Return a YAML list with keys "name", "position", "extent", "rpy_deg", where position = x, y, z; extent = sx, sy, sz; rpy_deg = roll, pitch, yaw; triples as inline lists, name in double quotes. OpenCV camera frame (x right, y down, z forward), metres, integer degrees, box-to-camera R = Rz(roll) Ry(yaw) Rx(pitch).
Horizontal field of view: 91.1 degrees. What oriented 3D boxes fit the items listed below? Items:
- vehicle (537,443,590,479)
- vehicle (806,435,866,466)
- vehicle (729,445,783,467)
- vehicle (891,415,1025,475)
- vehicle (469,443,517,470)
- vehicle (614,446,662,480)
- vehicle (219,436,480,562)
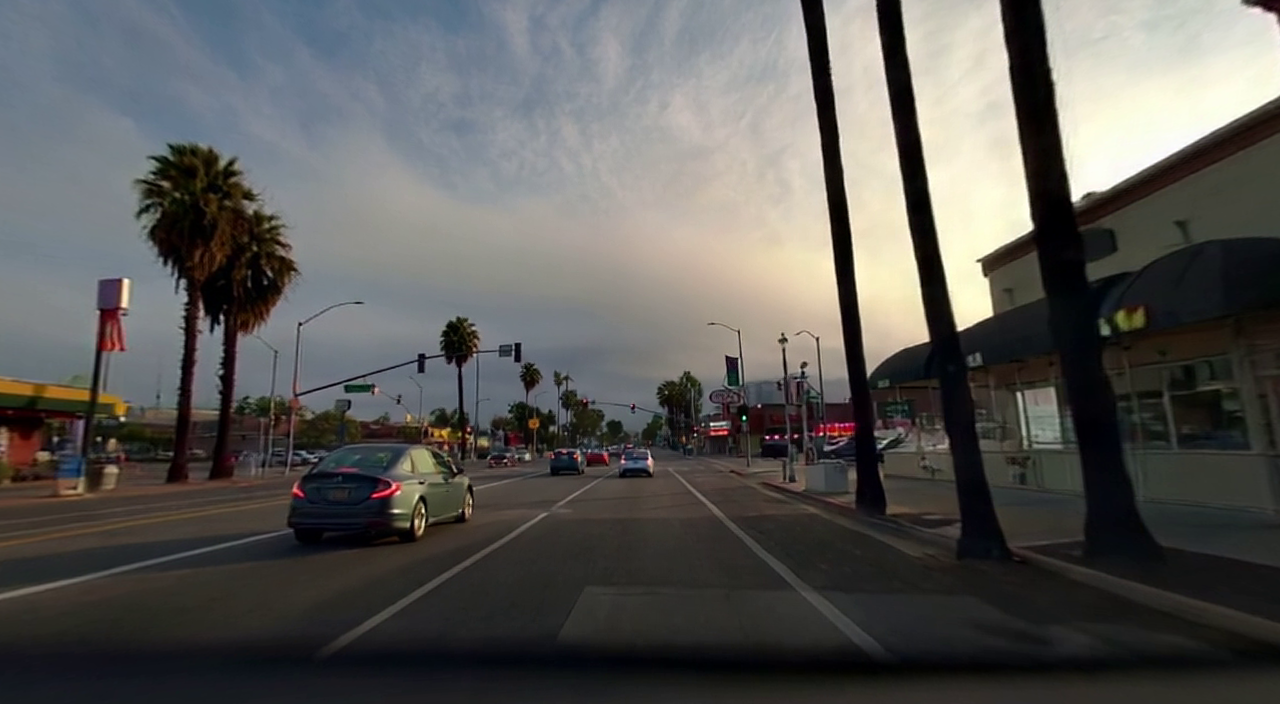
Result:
- name: "vehicle"
  position: [-3.640, 5.280, 30.714]
  extent: [1.979, 1.634, 3.957]
  rpy_deg: [0, -8, 2]
- name: "vehicle"
  position: [11.245, 5.680, 36.304]
  extent: [1.982, 1.623, 4.211]
  rpy_deg: [0, -8, -2]
- name: "vehicle"
  position: [8.709, 7.775, 47.079]
  extent: [3.980, 1.486, 2.059]
  rpy_deg: [8, -12, -44]
- name: "vehicle"
  position: [11.186, 3.368, 22.653]
  extent: [2.111, 1.875, 5.301]
  rpy_deg: [-1, -8, 1]
- name: "vehicle"
  position: [-11.327, 8.047, 48.670]
  extent: [2.286, 1.922, 5.328]
  rpy_deg: [0, -8, 2]
- name: "vehicle"
  position: [-0.052, 5.176, 29.569]
  extent: [2.094, 1.496, 4.070]
  rpy_deg: [0, -8, 1]
- name: "vehicle"
  position: [-4.110, 2.117, 9.888]
  extent: [1.904, 1.513, 4.410]
  rpy_deg: [0, -8, 1]
